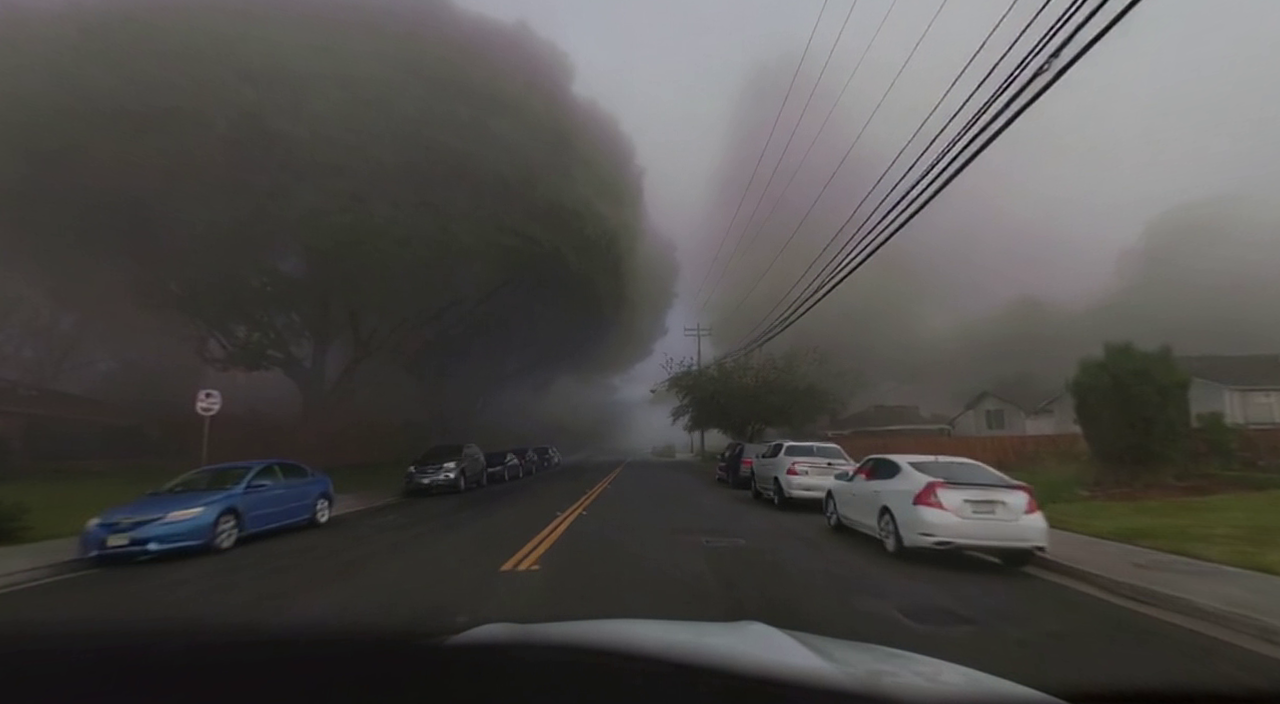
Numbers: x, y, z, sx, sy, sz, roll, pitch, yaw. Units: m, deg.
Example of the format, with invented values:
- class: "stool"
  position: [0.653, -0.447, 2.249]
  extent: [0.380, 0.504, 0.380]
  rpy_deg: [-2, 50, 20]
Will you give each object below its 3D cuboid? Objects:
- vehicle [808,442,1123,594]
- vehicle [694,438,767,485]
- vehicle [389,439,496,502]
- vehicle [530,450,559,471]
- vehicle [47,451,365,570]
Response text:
- class: "vehicle"
  position: [3.687, 1.919, 8.232]
  extent: [1.763, 1.432, 4.323]
  rpy_deg: [0, -9, 0]
- class: "vehicle"
  position: [3.650, 4.566, 26.669]
  extent: [2.178, 1.757, 5.495]
  rpy_deg: [0, -9, -1]
- class: "vehicle"
  position: [-6.315, 3.831, 20.870]
  extent: [2.031, 1.799, 4.587]
  rpy_deg: [0, -9, 0]
- class: "vehicle"
  position: [-7.111, 8.082, 47.384]
  extent: [1.997, 1.456, 4.319]
  rpy_deg: [1, -9, -7]
- class: "vehicle"
  position: [-6.408, 2.330, 10.163]
  extent: [2.031, 1.454, 4.410]
  rpy_deg: [0, -9, -1]
